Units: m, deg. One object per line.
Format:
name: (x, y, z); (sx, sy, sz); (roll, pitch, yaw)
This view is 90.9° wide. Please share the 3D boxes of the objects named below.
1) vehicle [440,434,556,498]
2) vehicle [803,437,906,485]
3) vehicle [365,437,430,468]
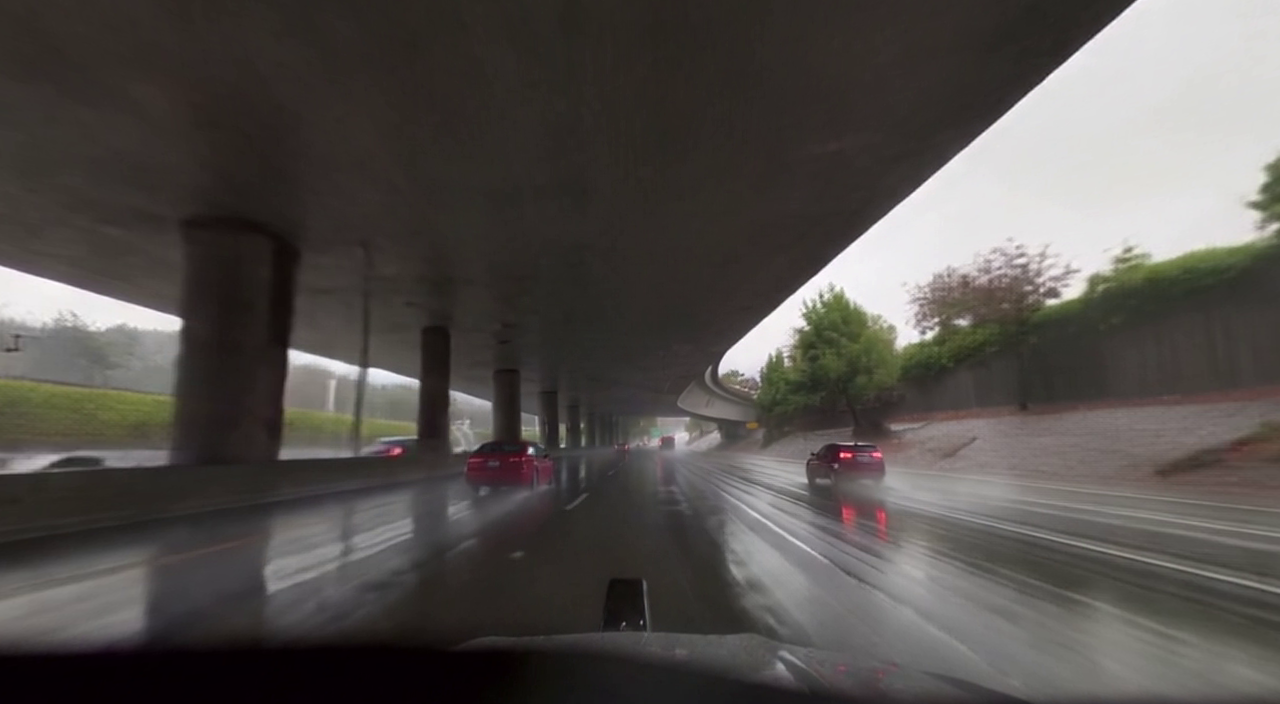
vehicle: (-3.761, 3.133, 17.734); (2.085, 1.533, 4.861); (0, -8, 1)
vehicle: (7.301, 3.758, 22.035); (1.914, 1.465, 4.574); (0, -8, -1)
vehicle: (-17.099, 7.143, 44.867); (2.301, 2.034, 5.719); (0, -8, 0)
